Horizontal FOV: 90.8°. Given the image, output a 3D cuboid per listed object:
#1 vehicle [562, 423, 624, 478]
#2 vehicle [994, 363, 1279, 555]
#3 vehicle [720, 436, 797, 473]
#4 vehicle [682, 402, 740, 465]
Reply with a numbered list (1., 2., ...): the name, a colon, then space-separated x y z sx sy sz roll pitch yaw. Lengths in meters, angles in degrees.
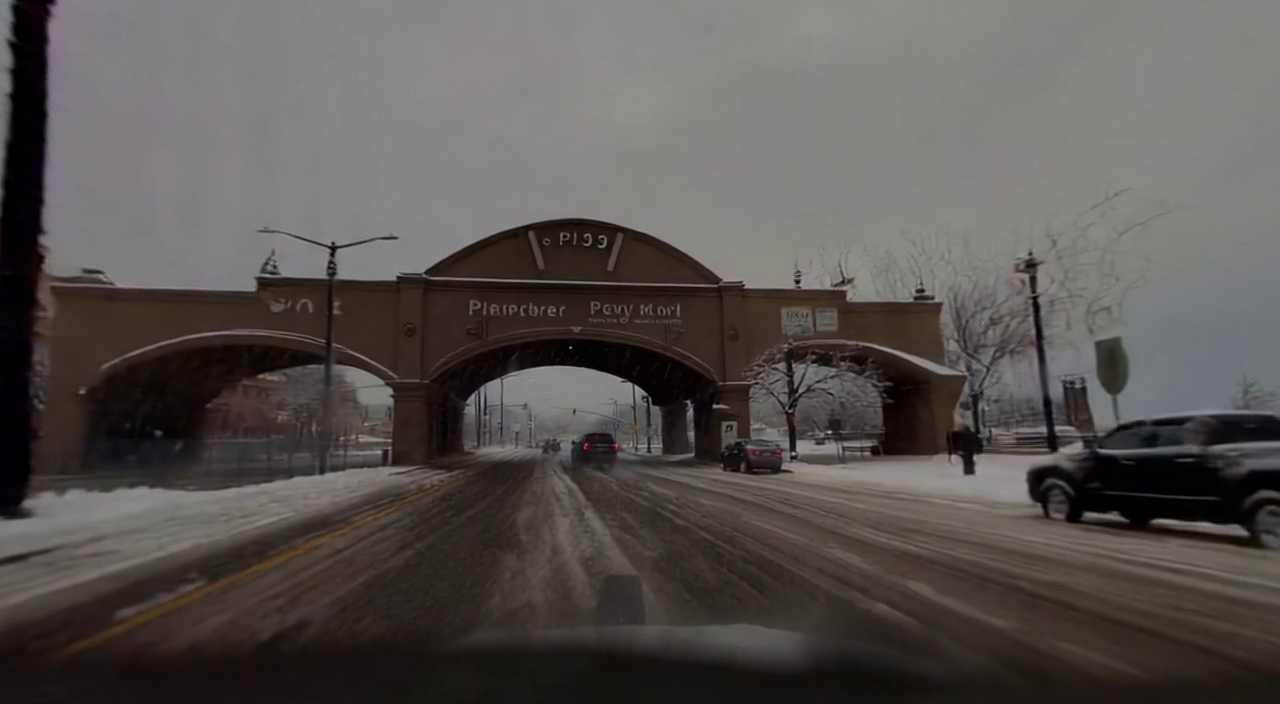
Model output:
1. vehicle: -2.139 4.130 26.768 2.284 2.010 6.670 1 -9 -7
2. vehicle: 7.858 1.389 8.431 2.417 2.030 5.711 1 -9 -7
3. vehicle: 5.057 4.470 27.768 2.015 1.486 4.501 1 -9 -7
4. vehicle: 4.053 4.789 36.923 2.821 3.470 3.590 0 -9 -1
